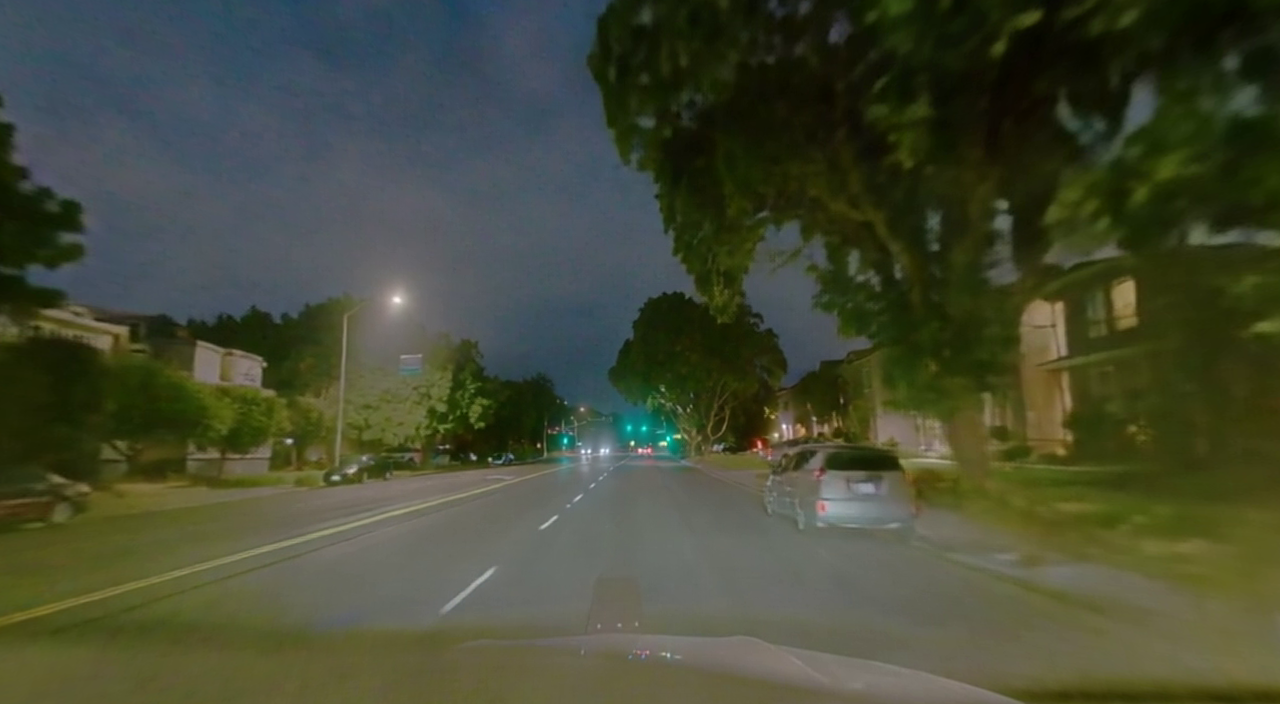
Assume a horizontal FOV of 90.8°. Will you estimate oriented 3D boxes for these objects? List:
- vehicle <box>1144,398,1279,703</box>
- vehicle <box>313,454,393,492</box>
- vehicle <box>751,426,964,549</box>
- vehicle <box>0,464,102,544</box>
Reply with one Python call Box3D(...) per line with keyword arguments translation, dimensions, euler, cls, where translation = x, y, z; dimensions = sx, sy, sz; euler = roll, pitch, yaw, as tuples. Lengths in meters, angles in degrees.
Box3D(translation=(3.447, 0.639, 0.278), dimensions=(2.034, 1.551, 5.272), euler=(0, -9, -1), cls="vehicle")
Box3D(translation=(-13.934, 5.856, 30.983), dimensions=(1.876, 1.495, 4.647), euler=(-4, -9, -2), cls="vehicle")
Box3D(translation=(3.428, 2.227, 11.100), dimensions=(2.078, 1.679, 4.562), euler=(0, -9, 0), cls="vehicle")
Box3D(translation=(-13.809, 3.082, 12.669), dimensions=(2.021, 1.513, 4.568), euler=(0, -9, -1), cls="vehicle")
